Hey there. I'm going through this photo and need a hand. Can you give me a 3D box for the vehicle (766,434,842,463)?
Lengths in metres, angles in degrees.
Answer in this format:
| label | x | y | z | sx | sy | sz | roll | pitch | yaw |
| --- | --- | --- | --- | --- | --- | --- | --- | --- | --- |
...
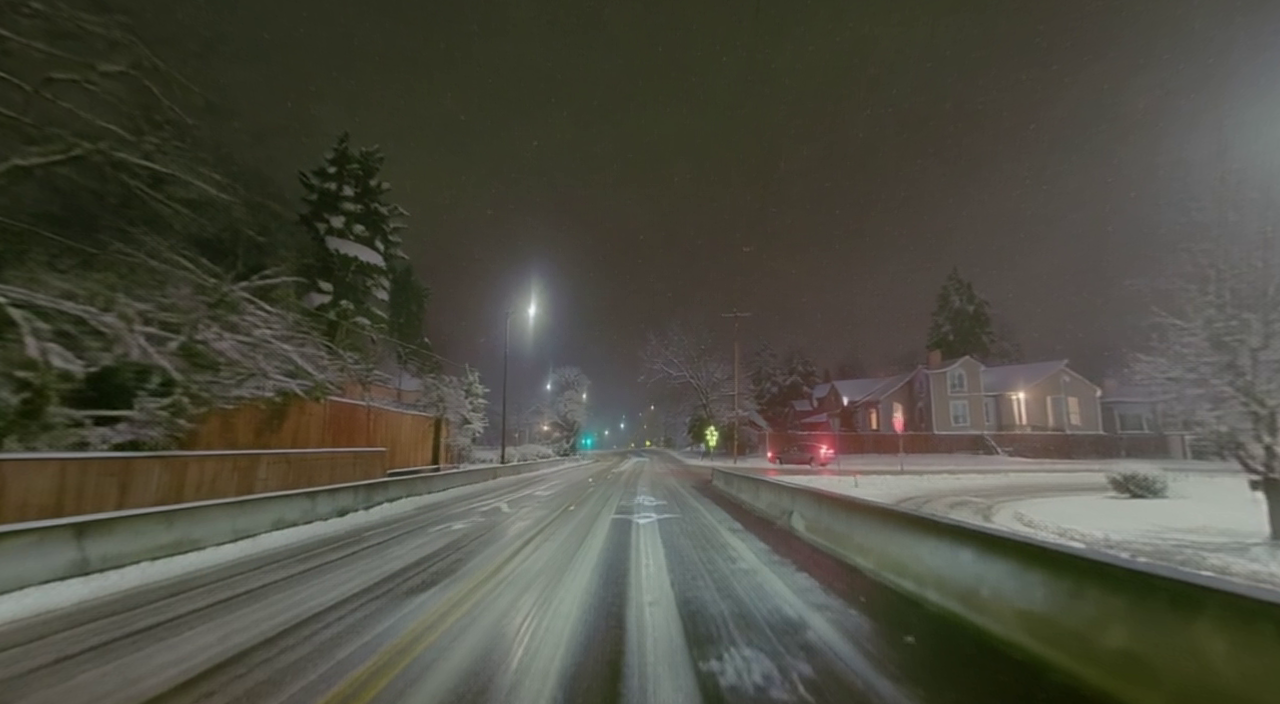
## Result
| label | x | y | z | sx | sy | sz | roll | pitch | yaw |
| --- | --- | --- | --- | --- | --- | --- | --- | --- | --- |
| vehicle | 10.937 | 6.439 | 42.283 | 4.614 | 1.764 | 1.860 | -3 | -8 | 6 |
